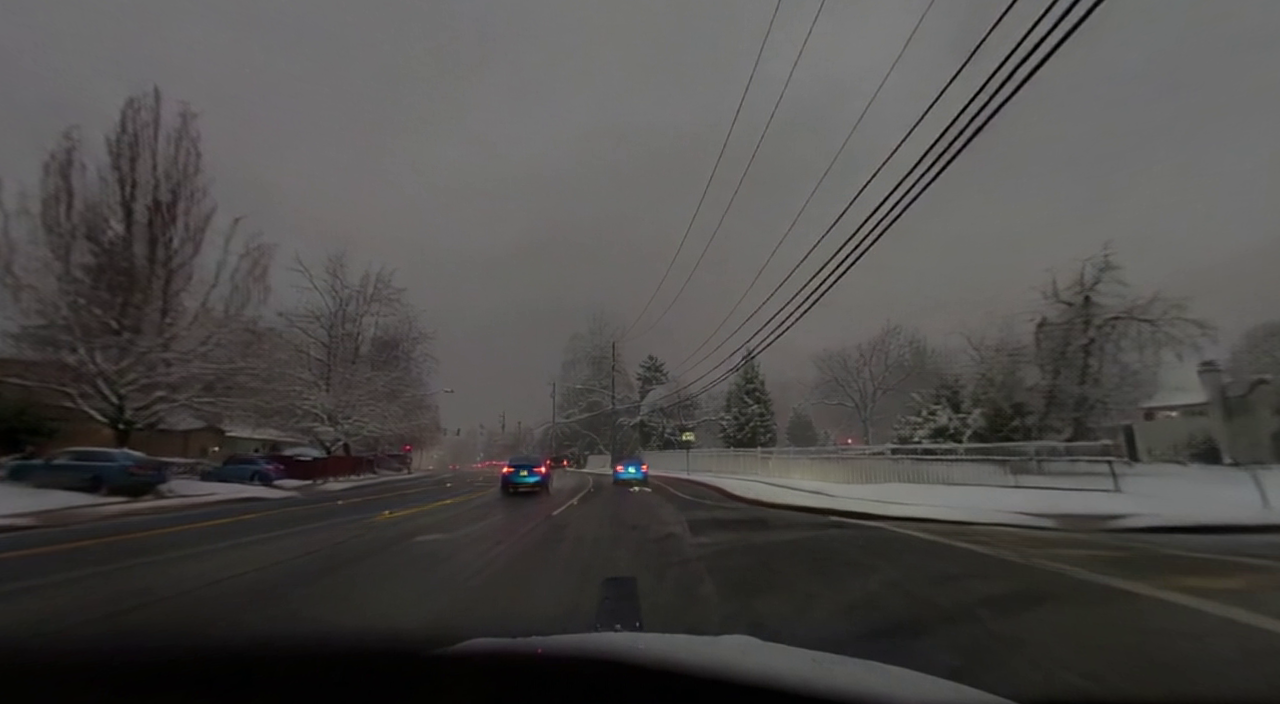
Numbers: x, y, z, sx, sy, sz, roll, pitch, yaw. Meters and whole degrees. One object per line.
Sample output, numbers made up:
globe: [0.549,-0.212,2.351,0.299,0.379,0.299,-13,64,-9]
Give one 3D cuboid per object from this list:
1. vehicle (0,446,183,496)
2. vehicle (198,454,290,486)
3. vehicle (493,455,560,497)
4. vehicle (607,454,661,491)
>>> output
vehicle: [-23.062,4.990,26.701,5.681,1.954,2.200,0,-9,-1]
vehicle: [-22.115,6.571,35.410,3.836,1.693,1.849,1,-9,-7]
vehicle: [-4.249,4.703,24.263,1.913,1.425,4.235,0,-9,-2]
vehicle: [-0.343,5.433,28.779,2.168,1.504,4.284,1,-9,-4]
